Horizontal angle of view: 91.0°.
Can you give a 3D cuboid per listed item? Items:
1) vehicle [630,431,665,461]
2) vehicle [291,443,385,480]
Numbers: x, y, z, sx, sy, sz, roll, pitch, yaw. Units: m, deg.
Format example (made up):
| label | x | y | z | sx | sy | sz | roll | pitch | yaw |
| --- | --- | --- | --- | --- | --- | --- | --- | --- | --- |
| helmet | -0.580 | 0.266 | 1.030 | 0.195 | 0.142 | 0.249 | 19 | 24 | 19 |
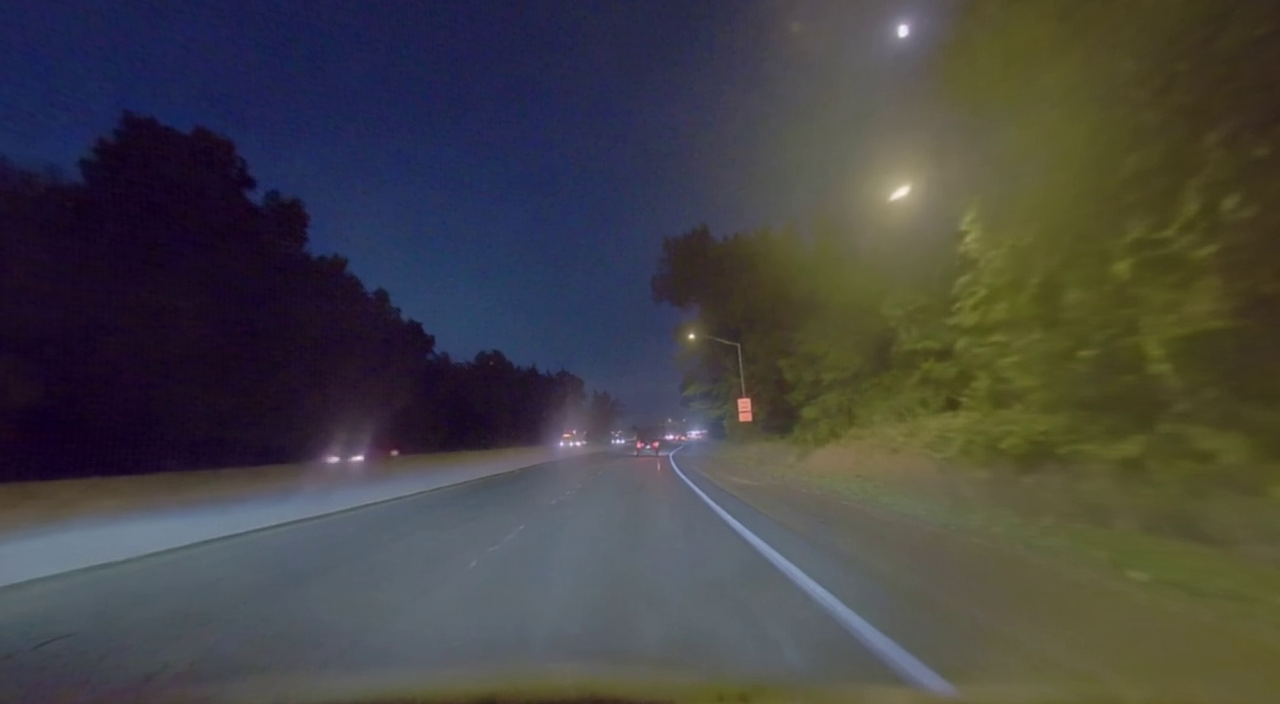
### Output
| label | x | y | z | sx | sy | sz | roll | pitch | yaw |
| --- | --- | --- | --- | --- | --- | --- | --- | --- | --- |
| vehicle | 0.497 | 6.260 | 41.899 | 2.188 | 1.825 | 4.282 | -1 | -8 | 1 |
| vehicle | -13.632 | 4.941 | 28.747 | 1.937 | 1.531 | 4.451 | -1 | -8 | 2 |
